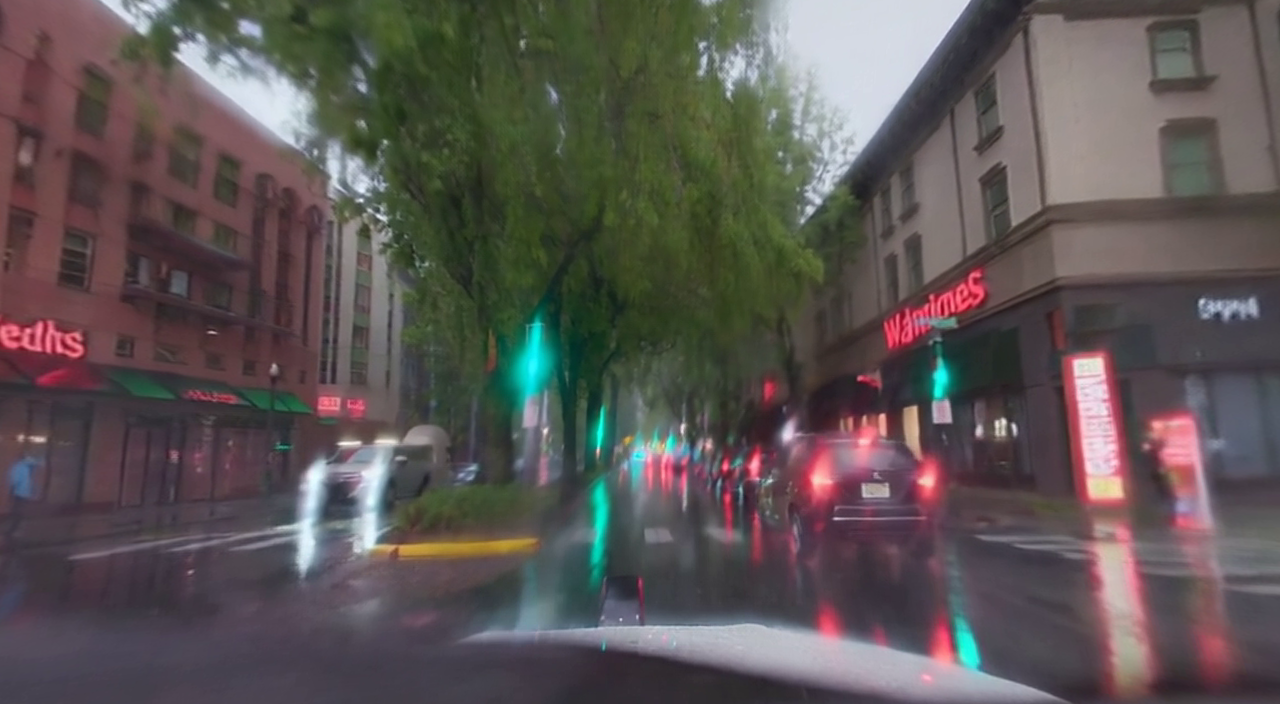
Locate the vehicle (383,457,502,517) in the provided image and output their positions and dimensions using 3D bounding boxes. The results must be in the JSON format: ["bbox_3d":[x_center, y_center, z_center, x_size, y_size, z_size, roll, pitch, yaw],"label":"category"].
[{"bbox_3d":[-5.668,3.920,18.839,1.983,1.438,4.559,0,-8,1],"label":"vehicle"}]

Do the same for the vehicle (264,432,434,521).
[{"bbox_3d":[-8.693,3.744,19.778,2.489,2.323,5.843,0,-8,0],"label":"vehicle"}]

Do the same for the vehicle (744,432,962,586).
[{"bbox_3d":[2.573,1.930,8.388,1.822,1.654,2.794,0,-8,-1],"label":"vehicle"}]
